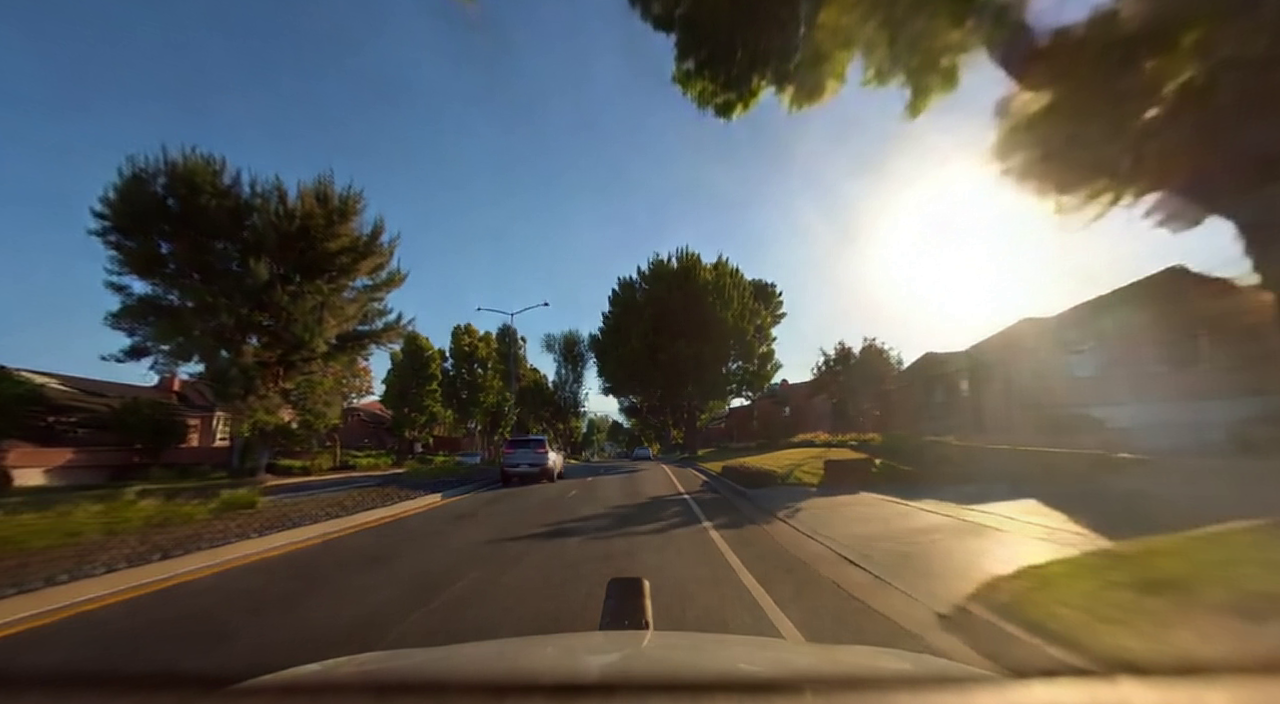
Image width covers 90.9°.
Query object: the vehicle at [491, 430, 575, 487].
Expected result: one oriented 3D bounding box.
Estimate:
[{"bbox_3d":[-3.579,3.659,22.013,2.073,1.770,4.302,0,-9,1],"label":"vehicle"}]
